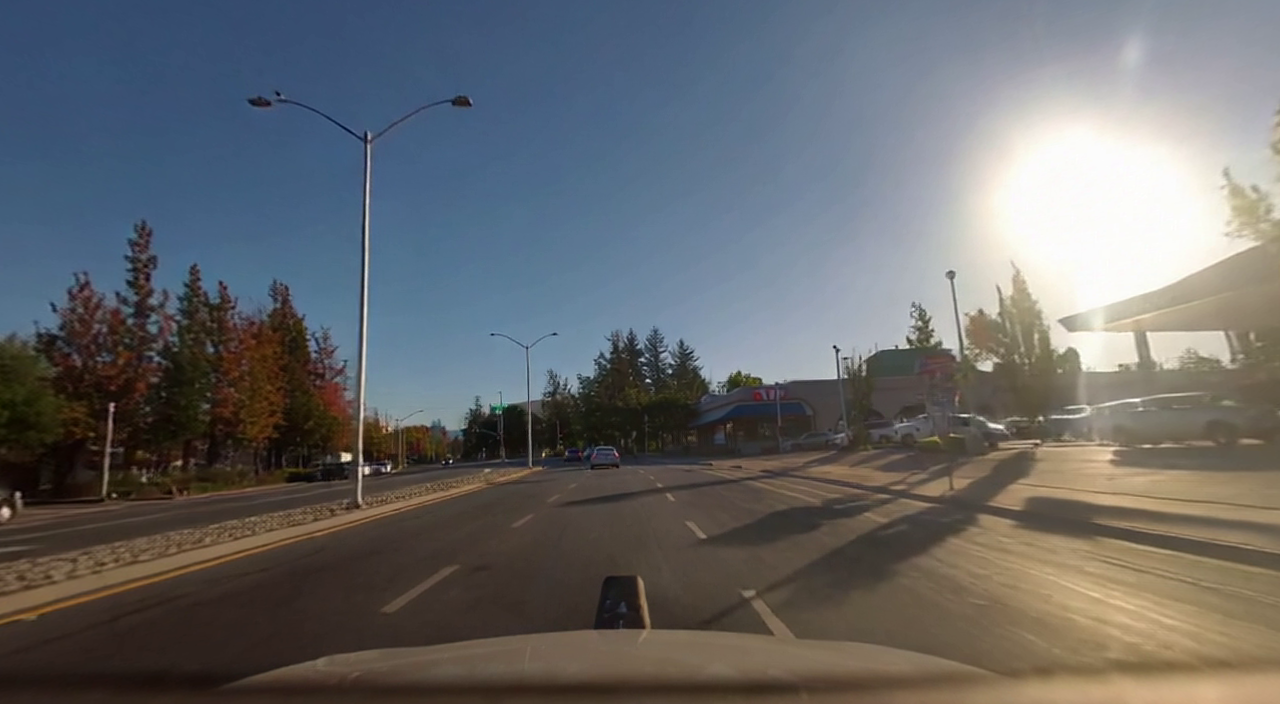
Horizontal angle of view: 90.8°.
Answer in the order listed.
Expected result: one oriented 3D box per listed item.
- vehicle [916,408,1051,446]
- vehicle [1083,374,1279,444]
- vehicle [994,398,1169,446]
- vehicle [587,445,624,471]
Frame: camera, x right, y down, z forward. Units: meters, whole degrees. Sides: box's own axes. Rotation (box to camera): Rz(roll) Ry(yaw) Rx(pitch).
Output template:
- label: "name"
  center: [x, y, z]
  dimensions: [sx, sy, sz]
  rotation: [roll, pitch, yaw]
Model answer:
- label: "vehicle"
  center: [14.924, 3.312, 27.664]
  dimensions: [4.742, 1.602, 1.999]
  rotation: [0, -9, -3]
- label: "vehicle"
  center: [15.273, 1.611, 17.157]
  dimensions: [4.851, 1.737, 2.189]
  rotation: [1, -9, -4]
- label: "vehicle"
  center: [15.409, 2.509, 22.302]
  dimensions: [4.527, 1.620, 2.120]
  rotation: [0, -8, 3]
- label: "vehicle"
  center: [-2.380, 7.116, 42.669]
  dimensions: [2.197, 1.642, 4.312]
  rotation: [1, -9, -7]
